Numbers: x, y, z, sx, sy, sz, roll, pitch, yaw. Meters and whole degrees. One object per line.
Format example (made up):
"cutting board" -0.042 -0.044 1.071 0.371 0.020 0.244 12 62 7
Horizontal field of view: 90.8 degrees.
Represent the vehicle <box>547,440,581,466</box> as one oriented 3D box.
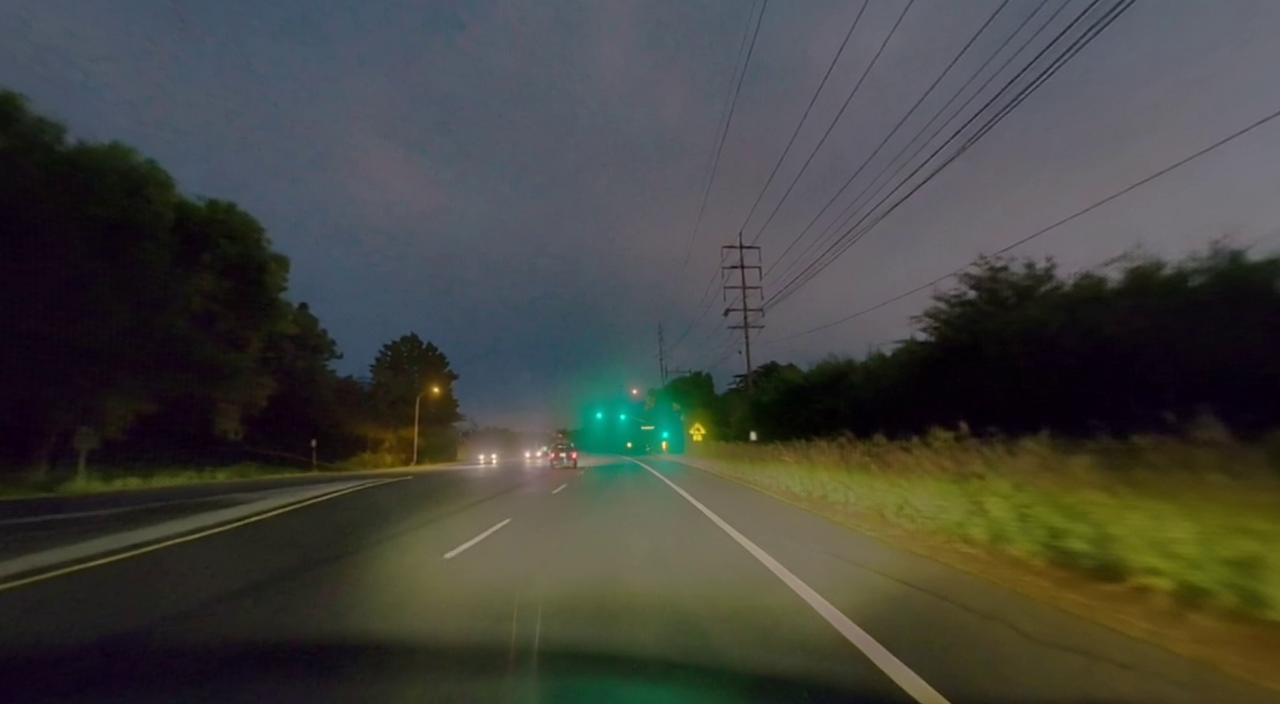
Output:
"vehicle" -5.884 7.881 49.380 2.246 1.885 5.275 1 -9 -3
